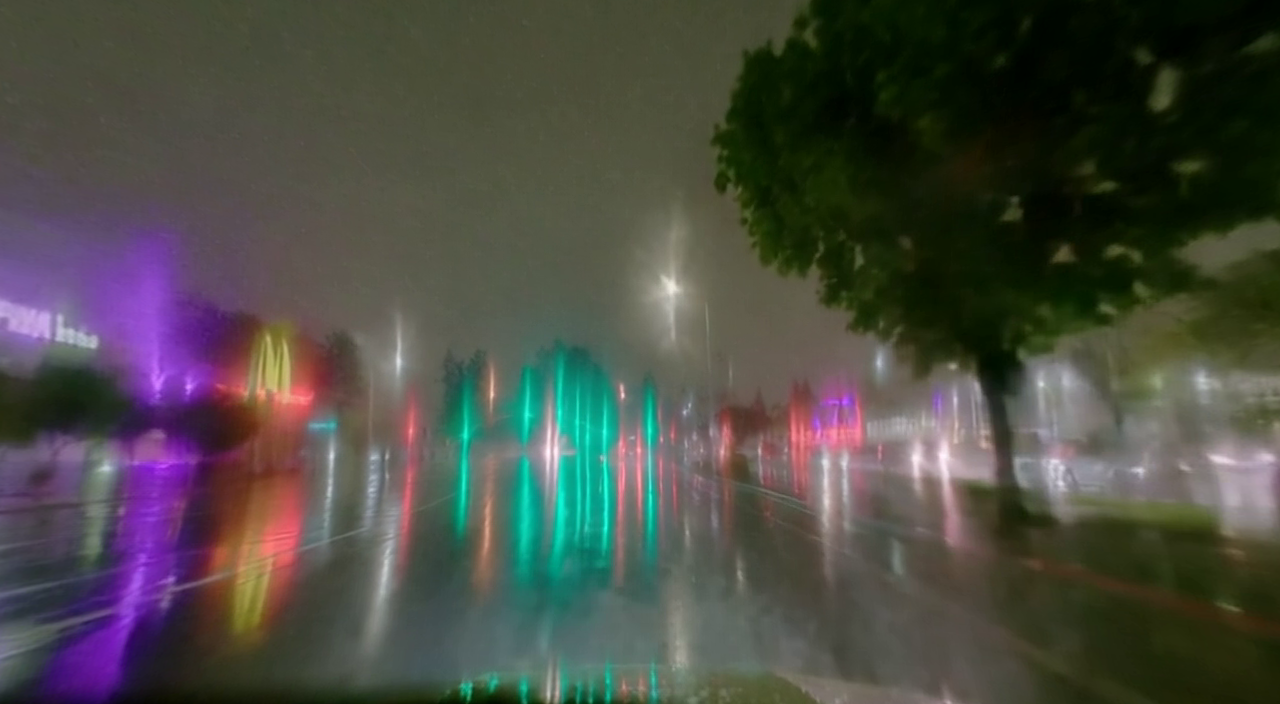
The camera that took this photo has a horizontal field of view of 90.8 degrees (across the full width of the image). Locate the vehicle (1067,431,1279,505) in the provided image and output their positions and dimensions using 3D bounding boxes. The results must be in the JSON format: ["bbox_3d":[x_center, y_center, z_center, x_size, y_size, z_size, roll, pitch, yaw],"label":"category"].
[{"bbox_3d":[13.727,2.841,15.870,4.538,1.433,2.023,-3,-7,-3],"label":"vehicle"}]

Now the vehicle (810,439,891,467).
[{"bbox_3d":[13.383,6.439,40.311,4.395,1.497,1.975,-3,-8,-2],"label":"vehicle"}]

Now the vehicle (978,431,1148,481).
[{"bbox_3d":[13.855,3.426,20.904,4.228,1.548,1.881,0,-9,-1],"label":"vehicle"}]

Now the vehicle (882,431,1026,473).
[{"bbox_3d":[13.027,4.165,26.457,4.769,1.636,2.281,0,-9,-2],"label":"vehicle"}]
